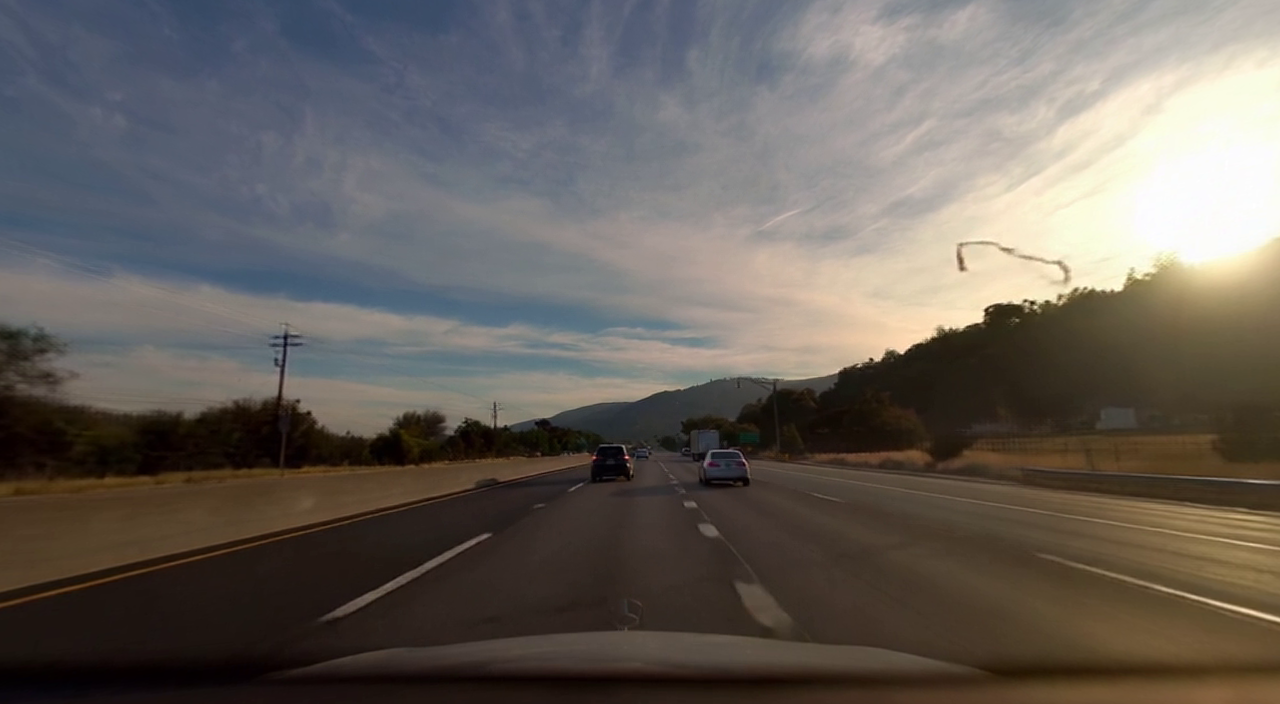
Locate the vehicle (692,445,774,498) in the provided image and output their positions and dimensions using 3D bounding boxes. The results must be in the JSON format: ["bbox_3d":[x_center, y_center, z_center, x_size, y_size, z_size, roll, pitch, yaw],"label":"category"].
[{"bbox_3d":[2.813,3.721,19.986,2.004,1.471,4.032,0,-9,0],"label":"vehicle"}]

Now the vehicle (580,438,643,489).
[{"bbox_3d":[-0.962,4.175,23.813,2.142,1.724,4.344,0,-9,1],"label":"vehicle"}]

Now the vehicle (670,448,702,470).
[{"bbox_3d":[3.364,7.921,46.901,2.047,1.540,4.294,0,-9,0],"label":"vehicle"}]
